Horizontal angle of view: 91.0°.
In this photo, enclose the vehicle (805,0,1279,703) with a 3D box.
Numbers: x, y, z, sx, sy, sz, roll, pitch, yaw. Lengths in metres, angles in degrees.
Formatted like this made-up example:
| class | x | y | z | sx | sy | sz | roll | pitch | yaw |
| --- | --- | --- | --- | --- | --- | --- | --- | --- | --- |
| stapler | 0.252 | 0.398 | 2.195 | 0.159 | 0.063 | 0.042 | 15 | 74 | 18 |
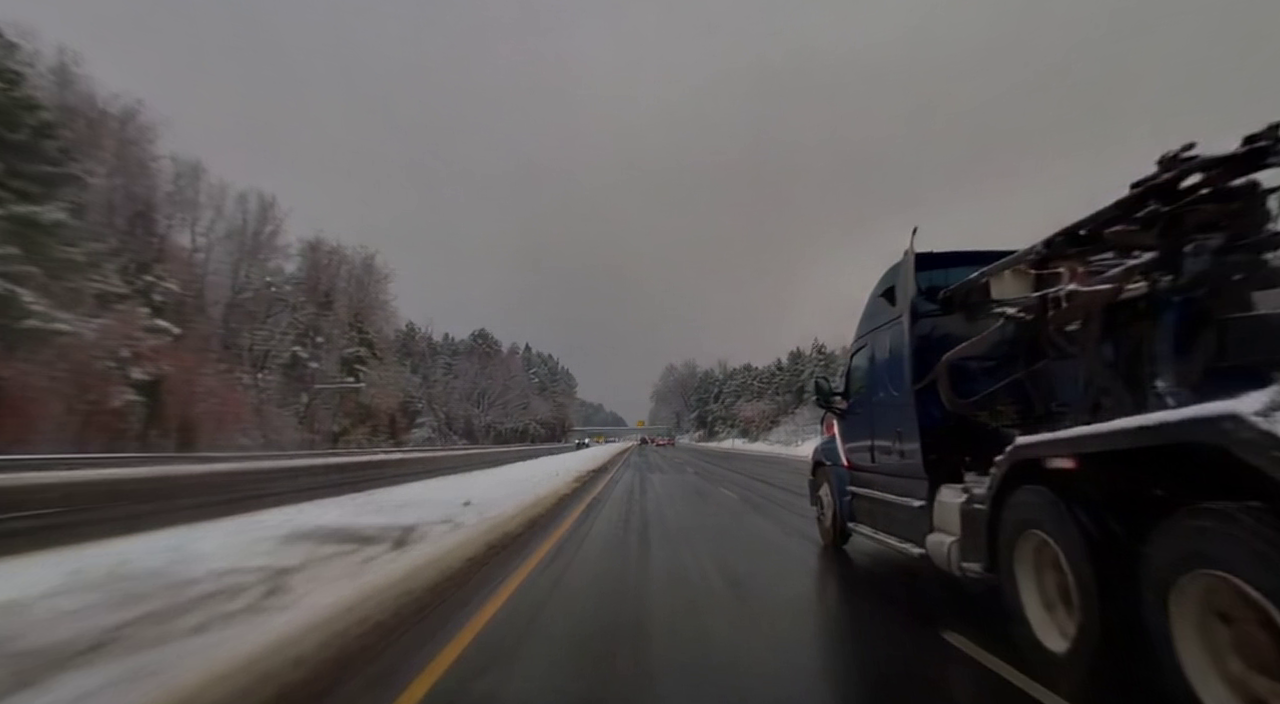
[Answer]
| class | x | y | z | sx | sy | sz | roll | pitch | yaw |
| --- | --- | --- | --- | --- | --- | --- | --- | --- | --- |
| vehicle | 3.936 | -0.606 | 1.241 | 3.691 | 4.331 | 13.909 | 0 | -8 | 1 |
